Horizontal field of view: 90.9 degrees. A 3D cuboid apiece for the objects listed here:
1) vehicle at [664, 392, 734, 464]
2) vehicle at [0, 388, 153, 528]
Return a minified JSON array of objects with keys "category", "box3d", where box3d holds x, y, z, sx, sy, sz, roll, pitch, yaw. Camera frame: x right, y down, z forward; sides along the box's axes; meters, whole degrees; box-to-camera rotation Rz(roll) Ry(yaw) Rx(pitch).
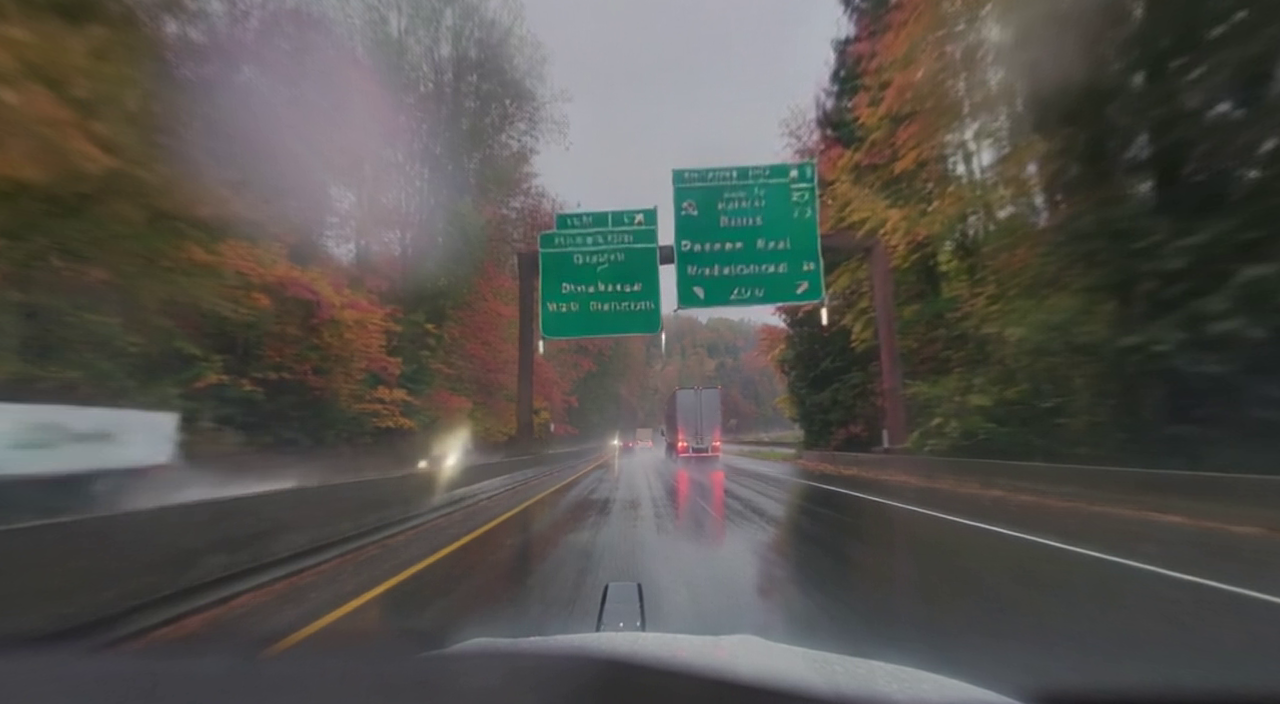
[{"category":"vehicle","box3d":[3.703,5.451,43.853,3.357,4.101,14.659,0,-8,0]},{"category":"vehicle","box3d":[-13.372,2.006,11.968,2.497,2.625,7.038,0,-8,1]}]
